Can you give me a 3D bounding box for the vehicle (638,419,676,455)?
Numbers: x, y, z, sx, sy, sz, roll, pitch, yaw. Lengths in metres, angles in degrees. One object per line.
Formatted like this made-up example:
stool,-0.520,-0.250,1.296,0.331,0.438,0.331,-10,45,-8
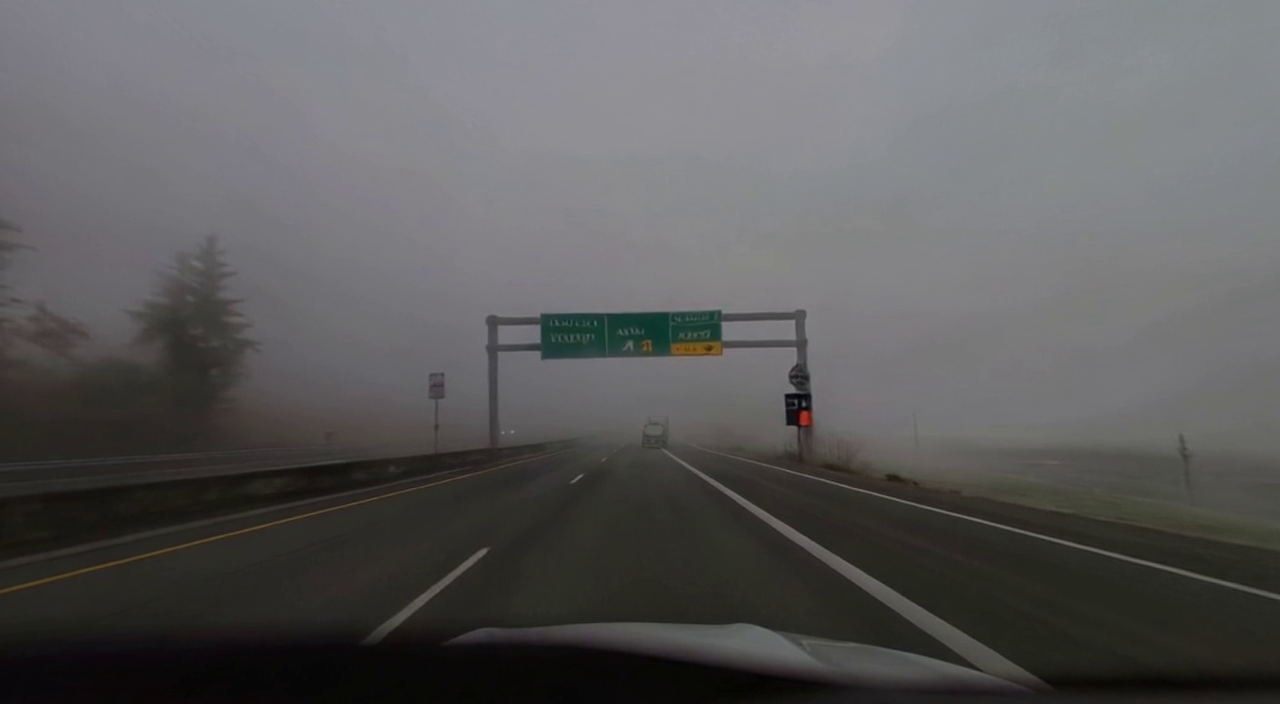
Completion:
vehicle,1.191,5.919,43.769,2.450,2.314,4.753,0,-8,2
